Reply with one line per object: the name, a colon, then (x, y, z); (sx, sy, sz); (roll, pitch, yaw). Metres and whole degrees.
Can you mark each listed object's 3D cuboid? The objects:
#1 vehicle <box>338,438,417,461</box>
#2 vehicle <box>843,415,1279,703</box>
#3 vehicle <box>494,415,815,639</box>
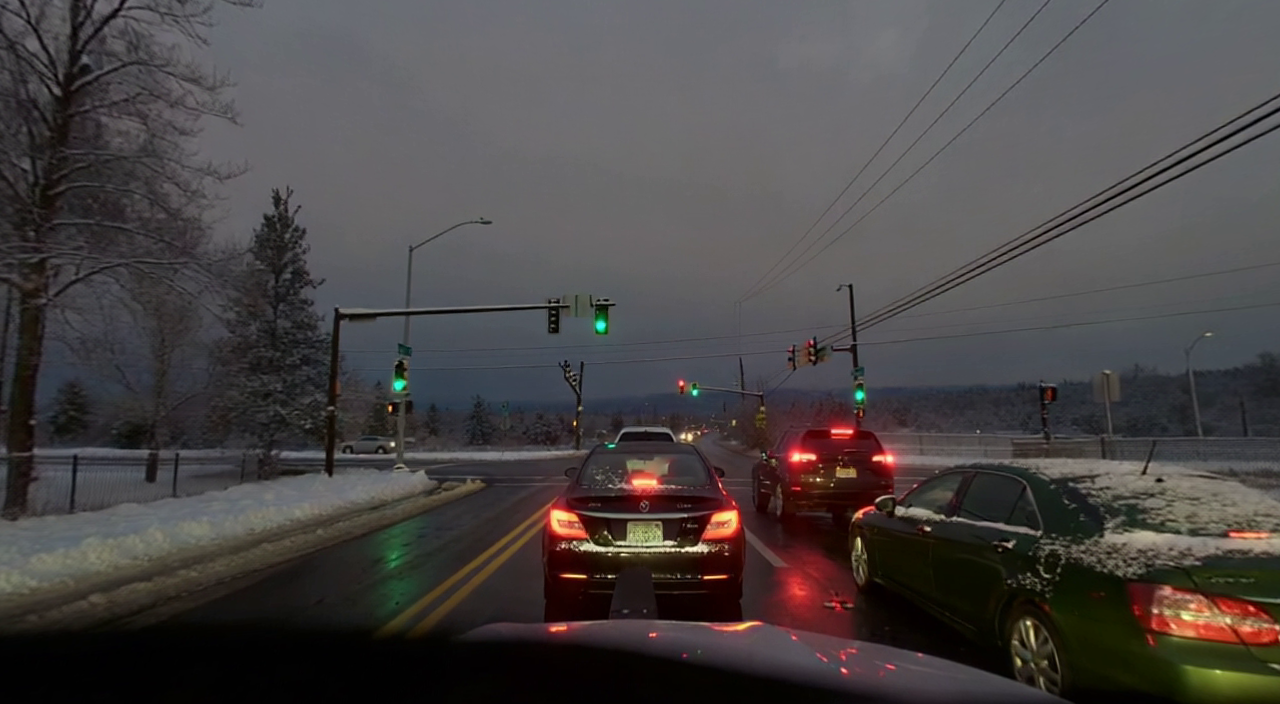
vehicle: (-17.242, 6.413, 41.468); (4.406, 1.458, 1.892); (-1, -8, 7)
vehicle: (3.090, 1.238, 4.152); (2.027, 1.432, 4.431); (0, -8, 0)
vehicle: (0.067, 1.504, 6.519); (2.170, 1.497, 4.369); (0, -8, -1)
